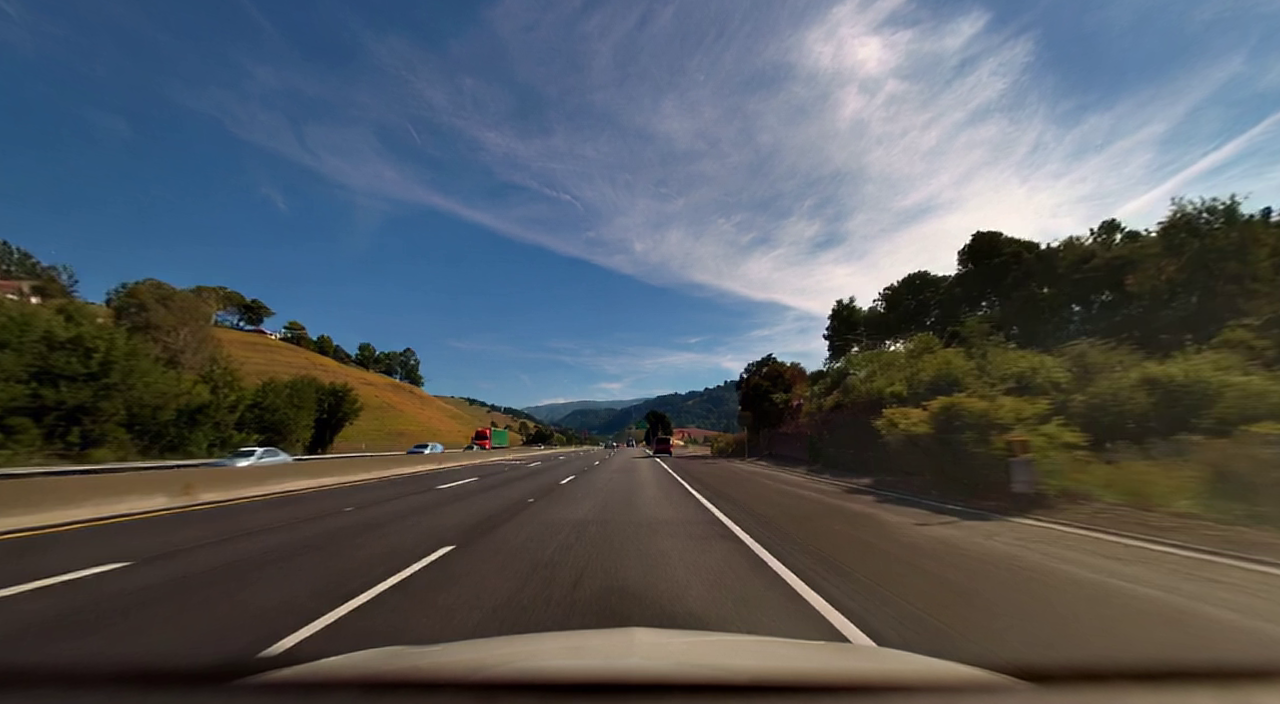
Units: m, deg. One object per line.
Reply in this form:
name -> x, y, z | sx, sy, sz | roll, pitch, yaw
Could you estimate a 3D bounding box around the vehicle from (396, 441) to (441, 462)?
vehicle -> -16.676, 7.489, 47.668 | 1.788, 1.460, 4.368 | -1, -8, 0
